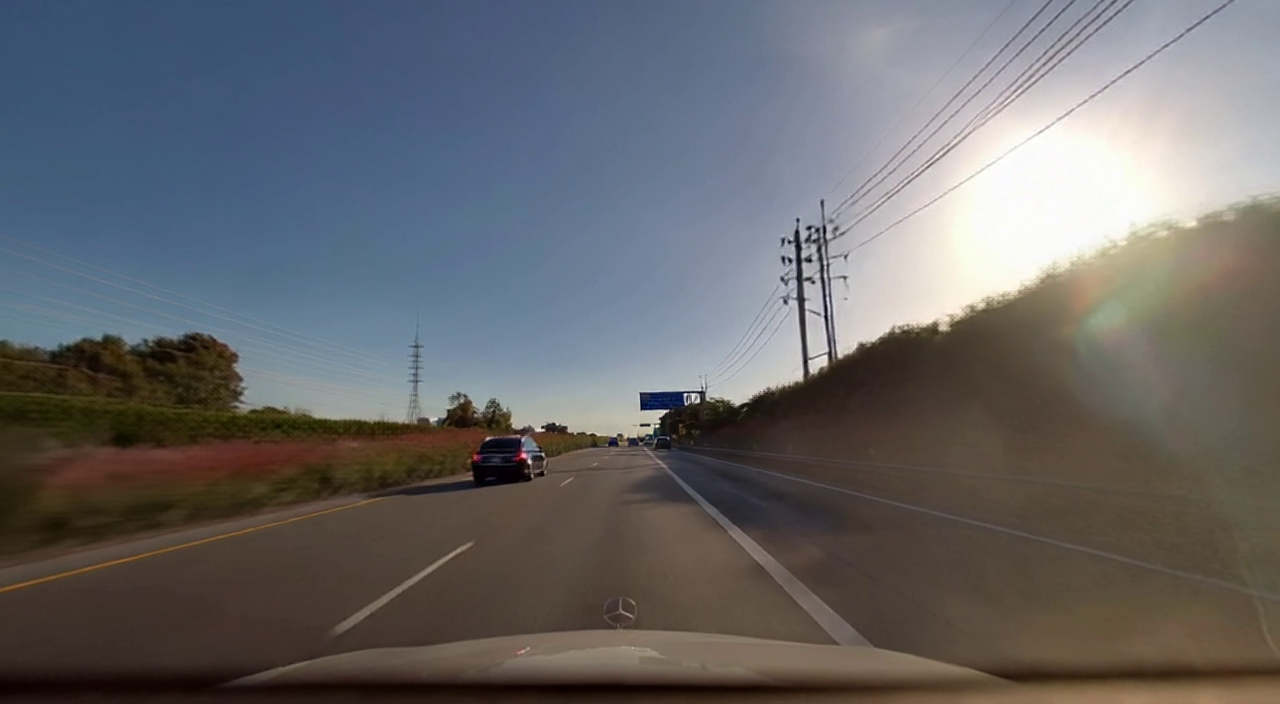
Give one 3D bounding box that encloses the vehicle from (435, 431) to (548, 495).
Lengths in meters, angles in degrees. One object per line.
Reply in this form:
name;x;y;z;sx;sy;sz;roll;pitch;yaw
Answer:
vehicle;-3.978;3.061;17.836;2.016;1.543;4.870;0;-8;0
